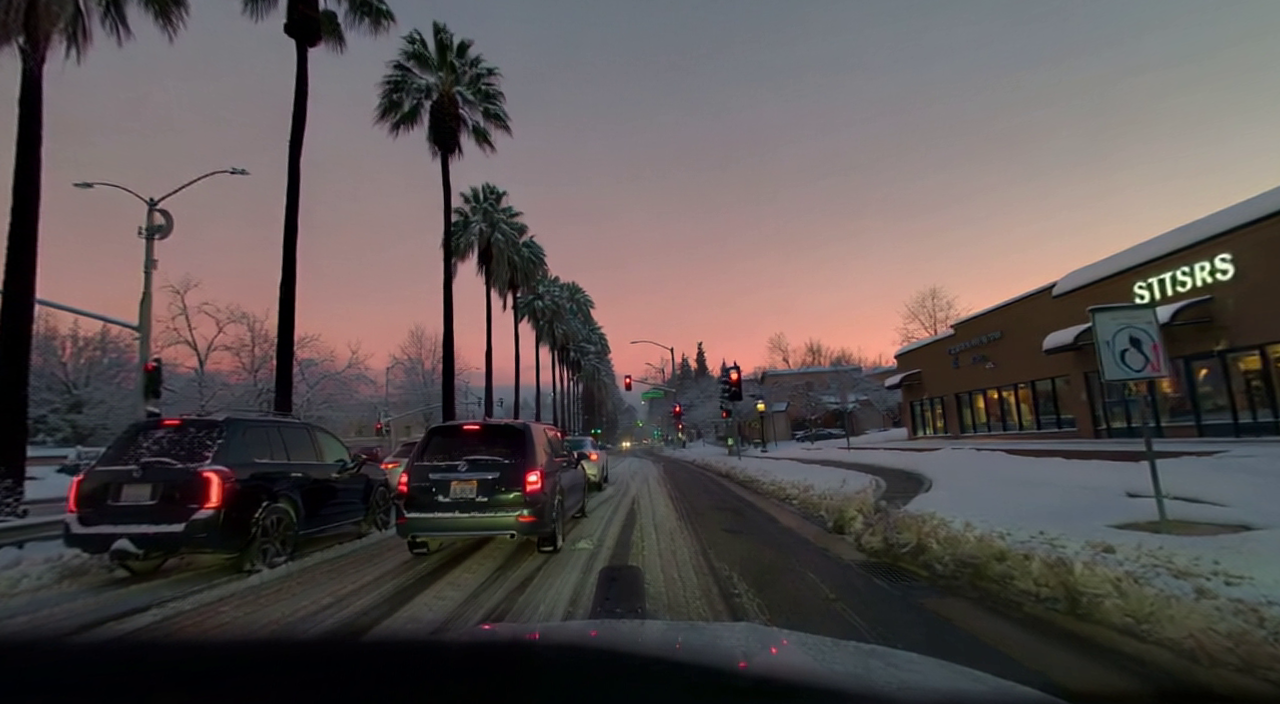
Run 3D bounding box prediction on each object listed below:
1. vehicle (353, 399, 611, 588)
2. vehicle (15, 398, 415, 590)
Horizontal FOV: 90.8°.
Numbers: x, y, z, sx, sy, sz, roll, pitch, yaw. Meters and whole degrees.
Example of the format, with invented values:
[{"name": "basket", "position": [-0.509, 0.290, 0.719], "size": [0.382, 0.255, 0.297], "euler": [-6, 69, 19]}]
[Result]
[{"name": "vehicle", "position": [-1.586, 1.664, 8.182], "size": [2.153, 1.759, 4.320], "euler": [0, -9, 1]}, {"name": "vehicle", "position": [-5.026, 1.751, 8.639], "size": [2.025, 1.862, 4.804], "euler": [0, -9, 1]}]
